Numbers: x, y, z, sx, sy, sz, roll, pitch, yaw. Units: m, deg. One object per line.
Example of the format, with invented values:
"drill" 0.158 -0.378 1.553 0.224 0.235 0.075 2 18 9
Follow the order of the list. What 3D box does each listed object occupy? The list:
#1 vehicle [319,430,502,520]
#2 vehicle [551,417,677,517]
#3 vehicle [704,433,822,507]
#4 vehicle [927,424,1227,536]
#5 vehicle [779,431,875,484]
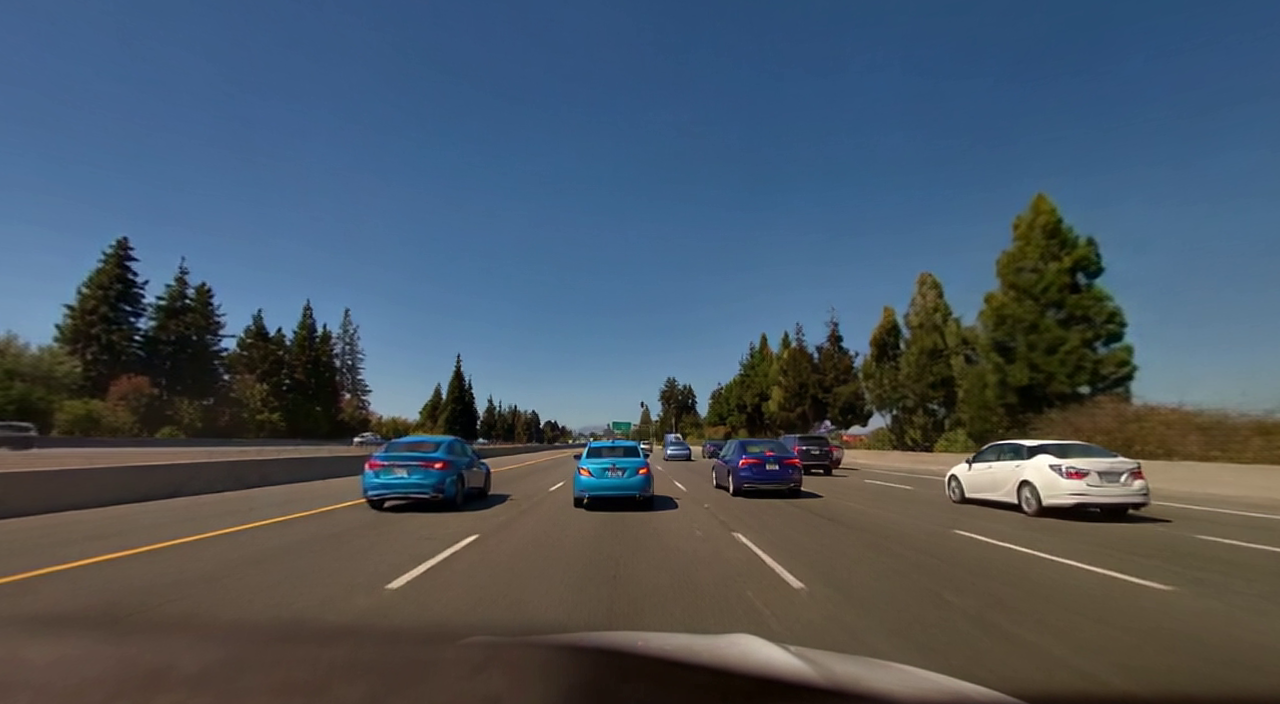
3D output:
"vehicle" -4.555 2.524 13.502 2.071 1.537 4.912 0 -9 0
"vehicle" -0.486 2.316 13.042 2.181 1.728 3.970 0 -9 -1
"vehicle" 2.846 2.839 15.567 1.975 1.532 4.227 1 -9 -1
"vehicle" 7.640 2.277 11.819 2.106 1.641 4.671 1 -9 -3
"vehicle" 6.727 3.855 23.212 2.022 1.735 4.400 1 -9 -2
